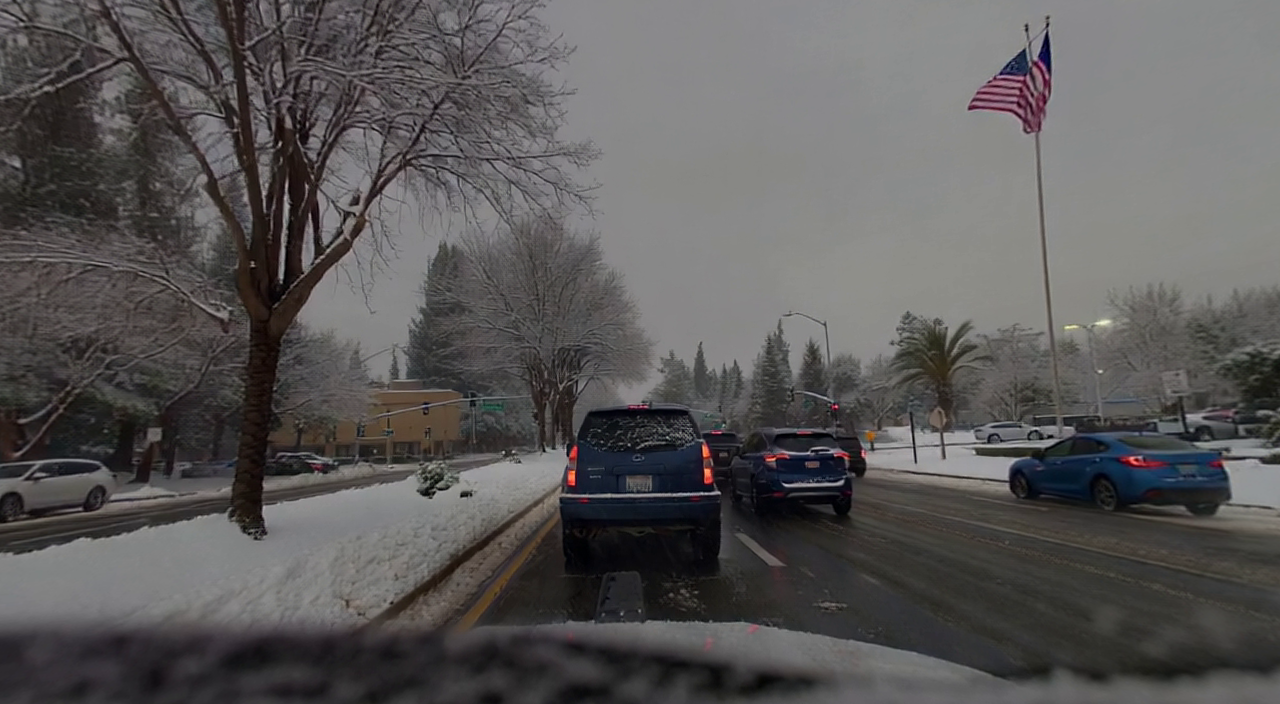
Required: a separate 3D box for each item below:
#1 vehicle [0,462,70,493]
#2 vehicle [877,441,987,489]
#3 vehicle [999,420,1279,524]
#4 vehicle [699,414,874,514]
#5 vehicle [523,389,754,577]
[{"bbox_3d":[-45.805,9.061,45.749,6.410,2.078,2.584,0,-9,0],"label":"vehicle"},{"bbox_3d":[10.165,3.942,22.379,1.855,1.495,4.143,0,-9,-1],"label":"vehicle"},{"bbox_3d":[9.948,2.411,13.240,2.155,1.779,4.582,0,-9,0],"label":"vehicle"},{"bbox_3d":[3.258,2.732,15.958,2.773,2.021,6.212,0,-9,-2],"label":"vehicle"},{"bbox_3d":[-0.126,1.692,8.919,2.402,1.938,4.535,0,-9,-3],"label":"vehicle"}]
